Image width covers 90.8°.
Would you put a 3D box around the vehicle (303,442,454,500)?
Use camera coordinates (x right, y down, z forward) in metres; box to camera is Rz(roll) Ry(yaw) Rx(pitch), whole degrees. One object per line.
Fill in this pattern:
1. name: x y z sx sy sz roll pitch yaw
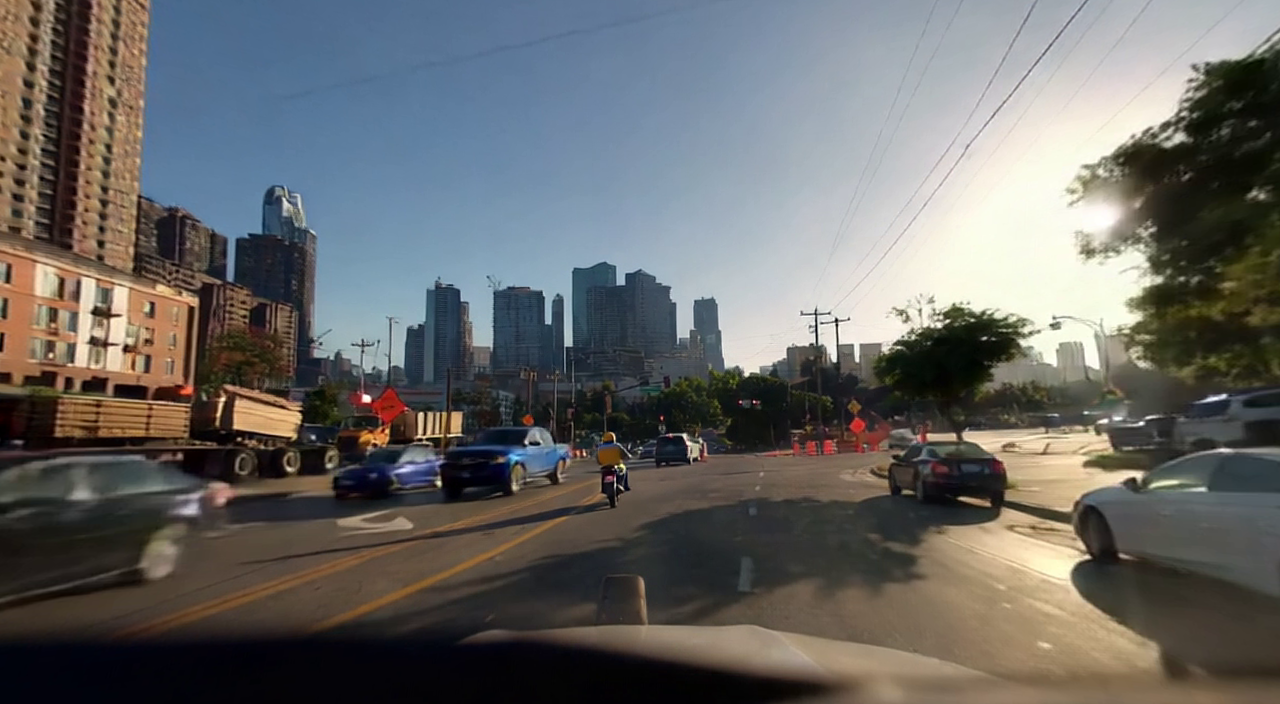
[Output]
1. vehicle: -7.207 3.303 18.109 1.932 1.429 4.766 -1 -8 5

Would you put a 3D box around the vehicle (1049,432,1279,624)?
1. vehicle: 5.970 1.535 5.717 1.891 1.442 4.560 -2 -12 7

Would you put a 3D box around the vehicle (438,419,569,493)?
1. vehicle: -3.920 3.142 19.572 2.222 1.911 5.988 -1 -8 5

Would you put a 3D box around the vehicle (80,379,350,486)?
1. vehicle: -14.792 3.043 23.427 2.990 3.144 9.080 -1 -8 6

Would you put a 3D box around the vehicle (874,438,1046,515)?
1. vehicle: 6.977 2.714 14.428 1.973 1.457 4.522 -1 -8 6

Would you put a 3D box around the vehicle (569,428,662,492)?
1. vehicle: -0.569 3.054 18.261 1.925 1.602 4.090 -1 -8 8

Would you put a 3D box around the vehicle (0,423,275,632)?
1. vehicle: -5.690 1.394 5.374 2.105 1.509 4.753 -1 -8 4

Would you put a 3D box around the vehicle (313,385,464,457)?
1. vehicle: -13.240 3.970 34.636 2.996 3.170 10.153 -5 -9 8

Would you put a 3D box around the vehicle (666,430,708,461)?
1. vehicle: 3.254 6.307 42.847 2.295 1.929 5.498 -2 -8 9
